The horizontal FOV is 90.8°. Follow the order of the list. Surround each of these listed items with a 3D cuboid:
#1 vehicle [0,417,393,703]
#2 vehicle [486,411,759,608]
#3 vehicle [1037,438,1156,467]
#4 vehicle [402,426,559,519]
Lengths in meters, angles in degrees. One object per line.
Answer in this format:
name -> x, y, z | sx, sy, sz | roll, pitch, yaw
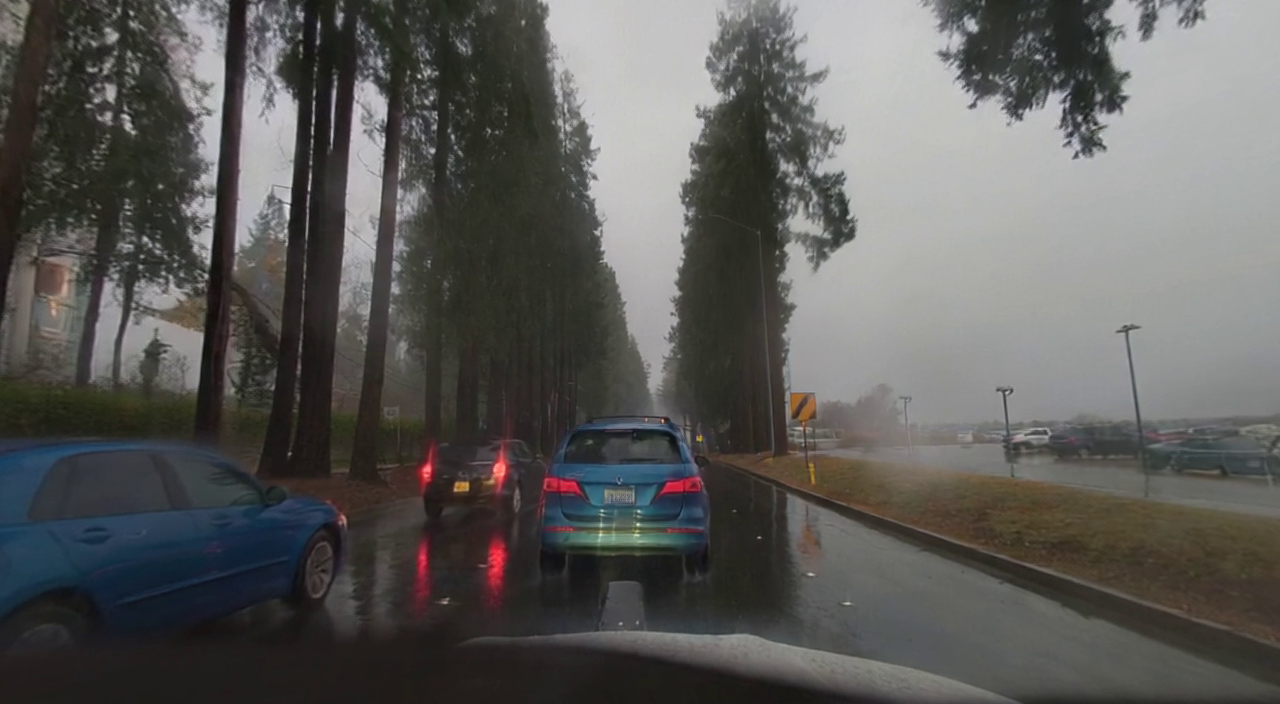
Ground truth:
vehicle -> -3.644, 1.265, 4.392 | 1.922, 1.464, 4.424 | 0, -8, 2
vehicle -> -0.085, 1.573, 7.179 | 2.229, 1.591, 3.897 | 0, -8, 2
vehicle -> 28.447, 6.247, 39.448 | 5.955, 1.702, 2.166 | 1, -8, -6
vehicle -> -3.337, 2.632, 14.399 | 2.188, 1.745, 4.618 | 0, -8, 3
